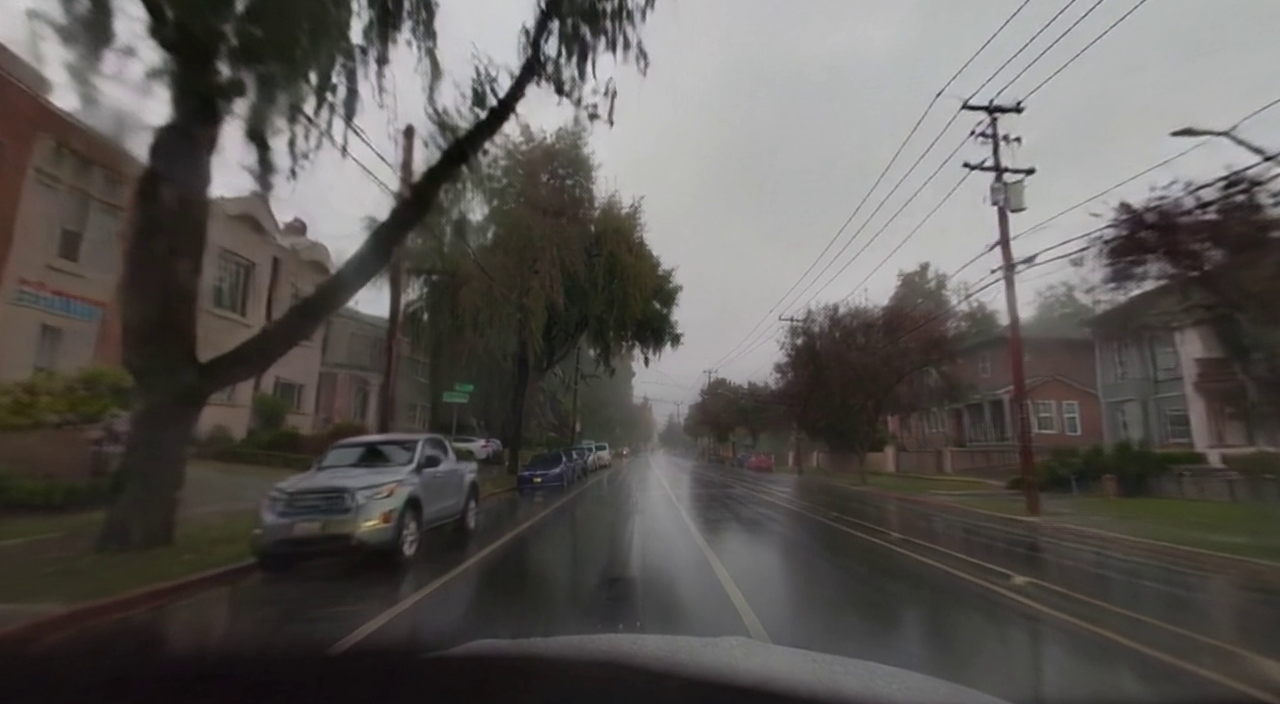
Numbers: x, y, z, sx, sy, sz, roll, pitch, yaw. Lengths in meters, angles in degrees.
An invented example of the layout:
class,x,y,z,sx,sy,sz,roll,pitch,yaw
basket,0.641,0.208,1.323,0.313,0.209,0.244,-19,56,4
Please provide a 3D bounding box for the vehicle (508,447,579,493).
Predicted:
class,x,y,z,sx,sy,sz,roll,pitch,yaw
vehicle,-3.580,4.466,24.330,1.917,1.516,4.898,-2,-9,0

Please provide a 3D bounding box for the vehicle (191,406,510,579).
class,x,y,z,sx,sy,sz,roll,pitch,yaw
vehicle,-3.782,1.974,9.837,2.189,1.887,5.616,-1,-9,1
